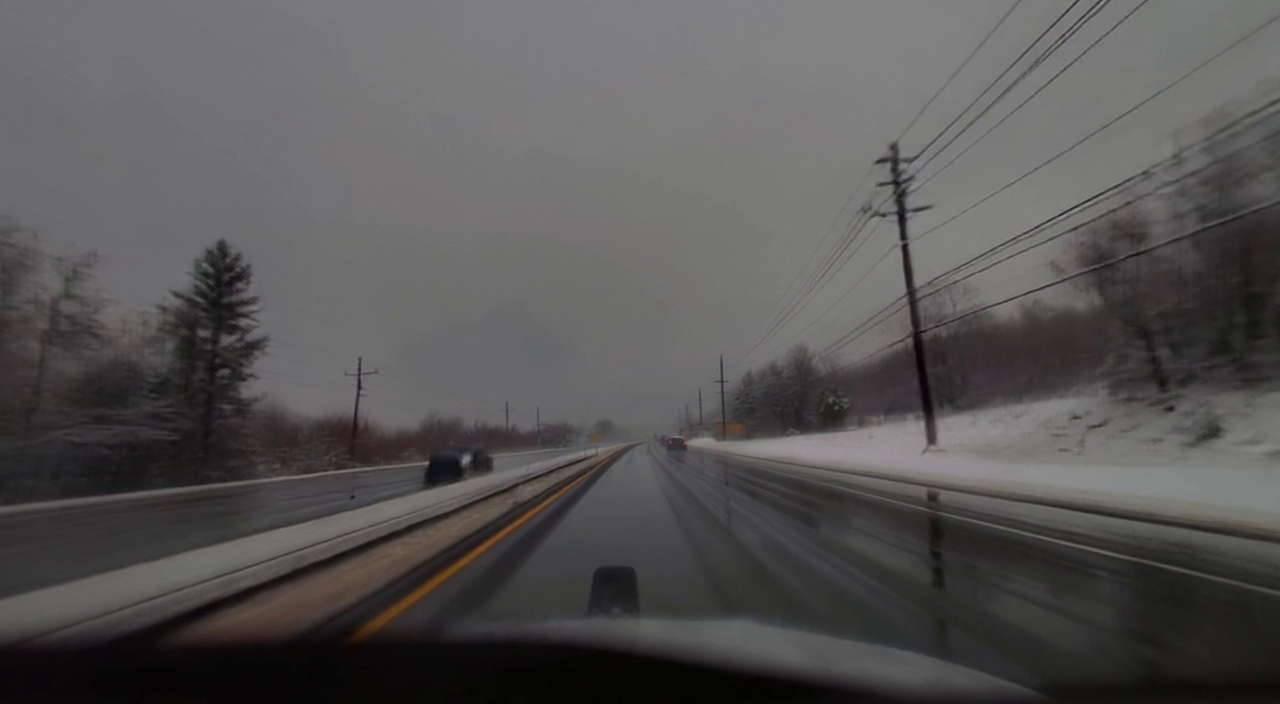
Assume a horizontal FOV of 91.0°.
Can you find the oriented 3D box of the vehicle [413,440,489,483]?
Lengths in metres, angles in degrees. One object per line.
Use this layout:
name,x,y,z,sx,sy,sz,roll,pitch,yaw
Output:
vehicle,-7.877,4.572,26.657,1.918,1.607,4.302,0,-8,-1
